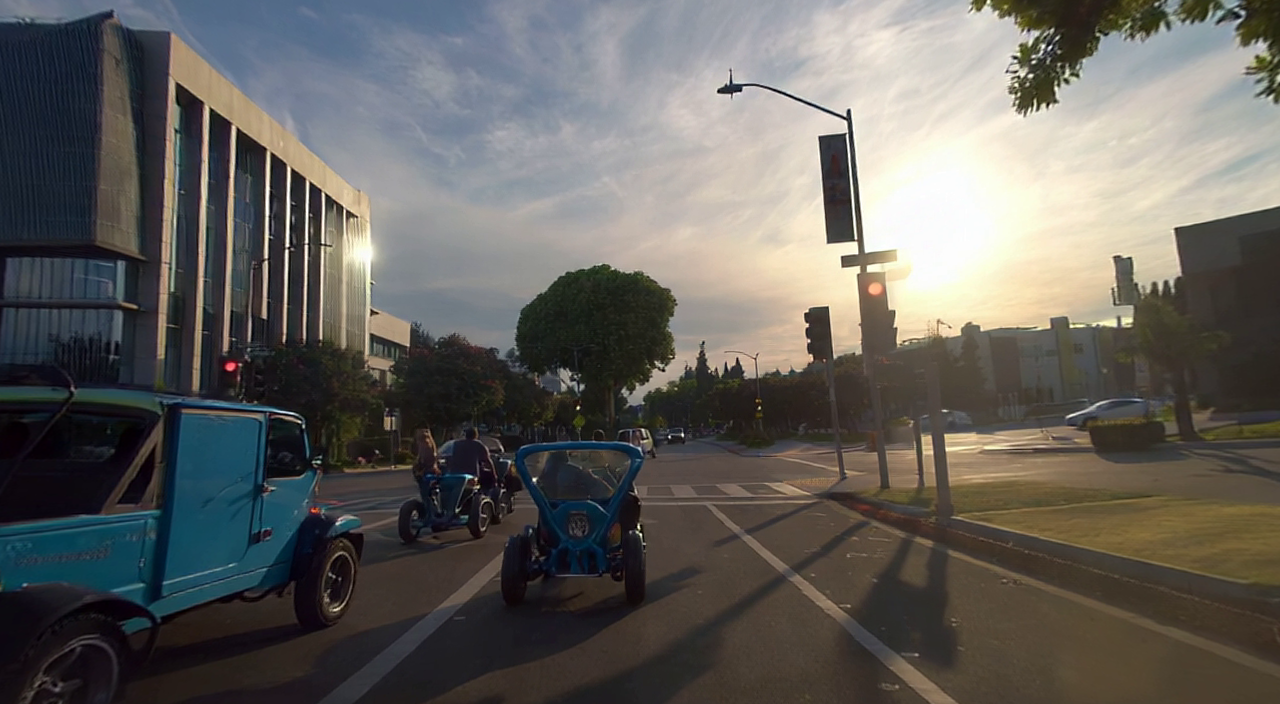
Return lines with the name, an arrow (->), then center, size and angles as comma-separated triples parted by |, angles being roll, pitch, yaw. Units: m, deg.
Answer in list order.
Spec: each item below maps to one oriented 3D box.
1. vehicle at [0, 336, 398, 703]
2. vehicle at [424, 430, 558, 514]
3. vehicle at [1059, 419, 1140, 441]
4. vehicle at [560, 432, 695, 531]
vehicle -> -3.610, 1.130, 4.438 | 2.000, 1.809, 4.405 | 0, -8, 0
vehicle -> -3.180, 2.652, 14.368 | 1.935, 1.615, 4.073 | -1, -8, 2
vehicle -> 30.734, 5.265, 42.088 | 1.751, 1.420, 4.027 | 8, -12, -43
vehicle -> -0.164, 2.253, 11.529 | 2.025, 1.458, 4.085 | 0, -8, 1
